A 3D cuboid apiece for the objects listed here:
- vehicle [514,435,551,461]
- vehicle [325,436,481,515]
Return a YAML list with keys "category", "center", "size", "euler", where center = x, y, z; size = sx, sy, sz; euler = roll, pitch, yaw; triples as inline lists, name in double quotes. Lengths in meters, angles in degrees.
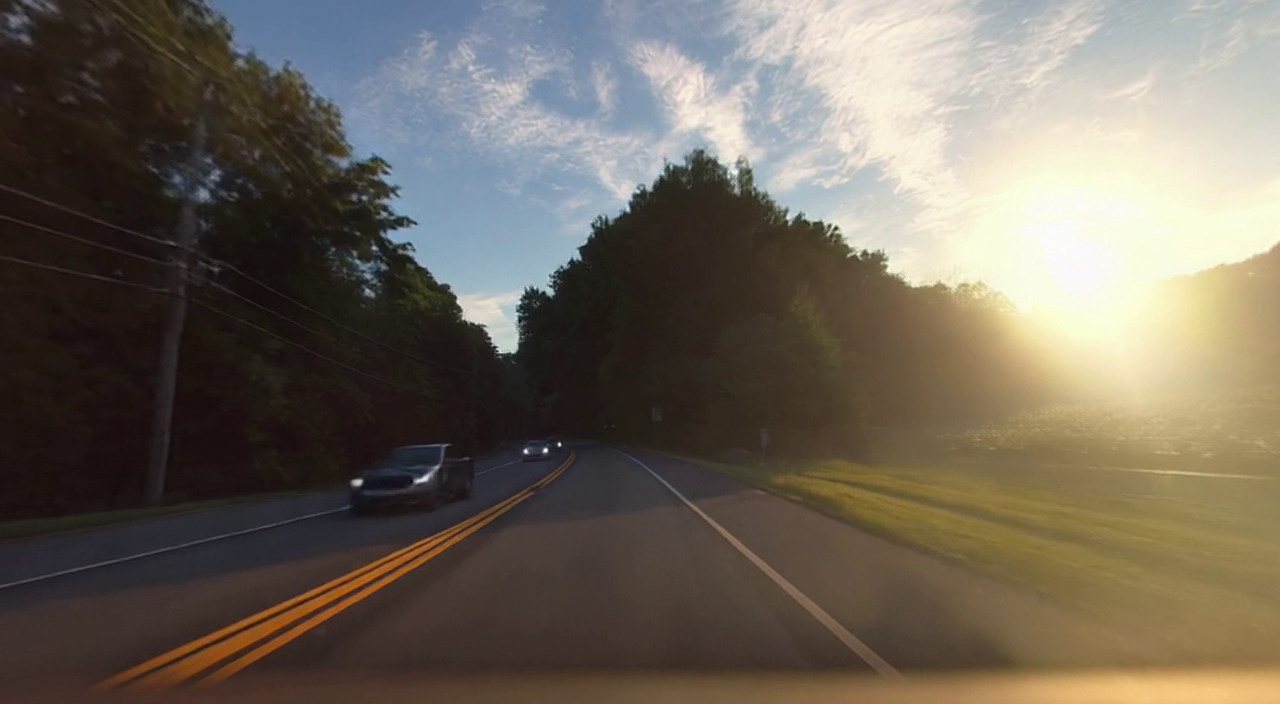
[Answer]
- category: "vehicle"
  center: [-7.435, 6.672, 44.069]
  size: [2.143, 1.694, 4.326]
  euler: [0, -8, -4]
- category: "vehicle"
  center: [-5.150, 2.707, 14.438]
  size: [1.950, 1.522, 4.180]
  euler: [0, -8, -1]
